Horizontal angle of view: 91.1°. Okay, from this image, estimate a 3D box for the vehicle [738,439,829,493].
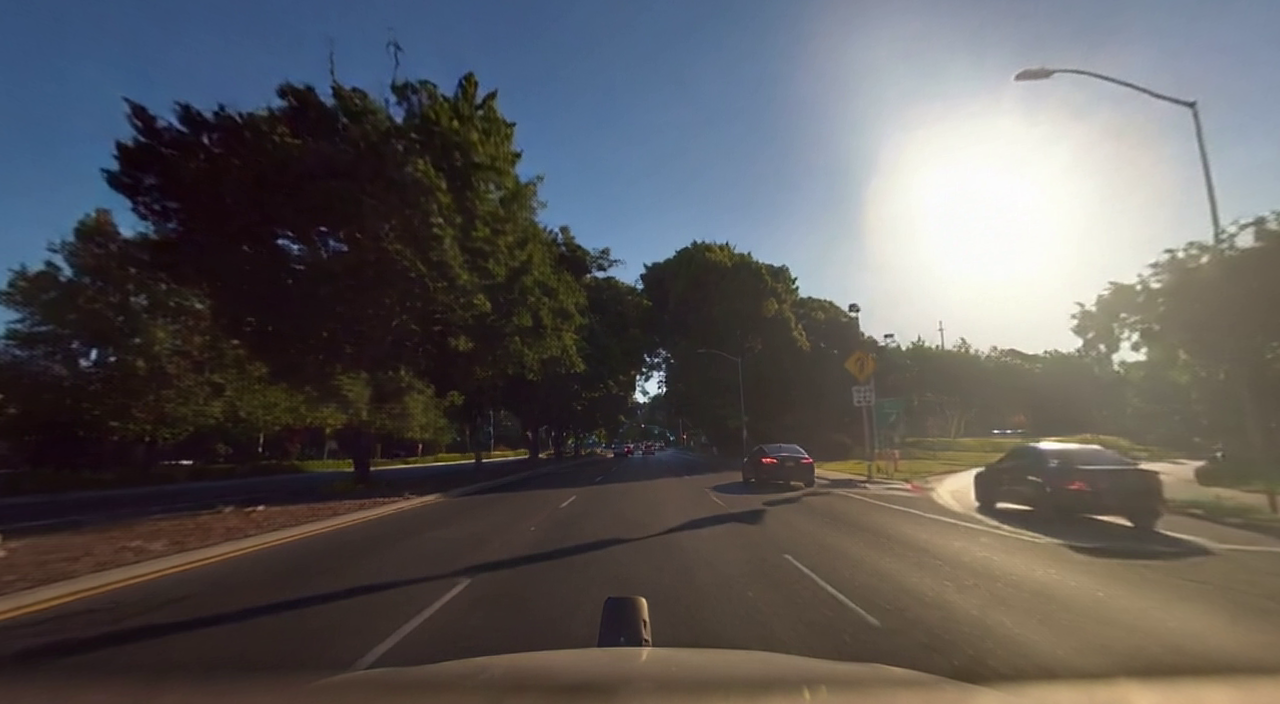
[{"bbox_3d":[4.484,3.626,20.357,1.913,1.516,4.322,0,-9,0],"label":"vehicle"}]

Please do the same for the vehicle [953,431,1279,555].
[{"bbox_3d":[7.664,2.277,11.041,2.063,1.625,5.102,-1,-9,5],"label":"vehicle"}]
